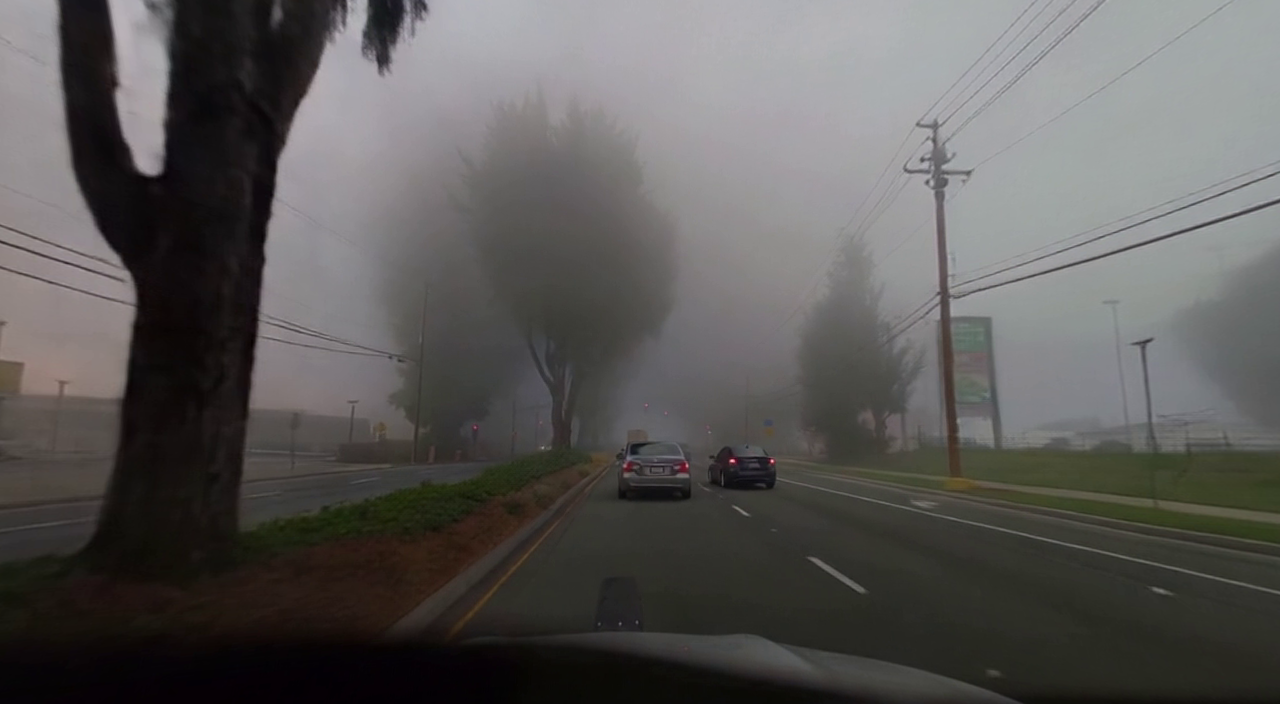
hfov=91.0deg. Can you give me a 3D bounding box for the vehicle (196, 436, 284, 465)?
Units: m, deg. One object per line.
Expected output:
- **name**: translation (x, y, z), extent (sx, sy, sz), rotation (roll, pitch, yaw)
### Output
- **vehicle**: translation (-27.225, 6.715, 43.035), extent (4.687, 1.894, 2.149), rotation (4, -9, -23)

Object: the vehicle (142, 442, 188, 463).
- **vehicle**: translation (-36.284, 7.648, 48.181), extent (1.849, 1.533, 4.091), rotation (4, -9, -24)

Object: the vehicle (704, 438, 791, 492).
- **vehicle**: translation (3.235, 3.495, 19.846), extent (1.985, 1.489, 4.036), rotation (0, -8, -1)

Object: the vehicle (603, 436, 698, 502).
- **vehicle**: translation (0.178, 2.966, 16.347), extent (2.144, 1.473, 4.028), rotation (0, -8, -2)
